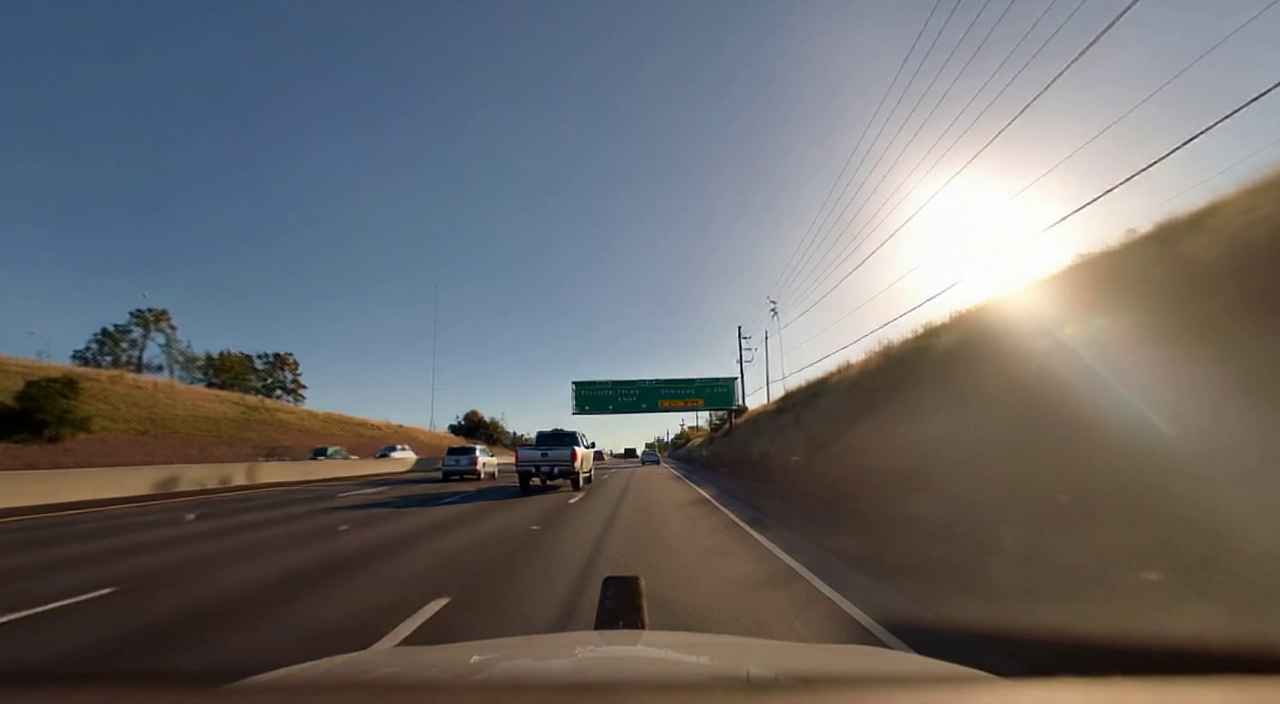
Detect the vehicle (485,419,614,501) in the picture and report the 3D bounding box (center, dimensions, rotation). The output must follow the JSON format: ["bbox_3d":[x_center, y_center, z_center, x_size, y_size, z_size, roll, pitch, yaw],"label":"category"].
[{"bbox_3d":[-2.446,3.231,19.309,2.972,2.087,6.126,0,-9,1],"label":"vehicle"}]

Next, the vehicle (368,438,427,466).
[{"bbox_3d":[-16.490,6.809,43.087,2.166,1.769,4.617,0,-9,0],"label":"vehicle"}]

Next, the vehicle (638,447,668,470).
[{"bbox_3d":[0.851,7.445,44.295,2.025,1.485,4.310,0,-9,0],"label":"vehicle"}]

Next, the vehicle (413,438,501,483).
[{"bbox_3d":[-7.458,4.474,26.270,2.143,1.688,4.776,0,-9,1],"label":"vehicle"}]
